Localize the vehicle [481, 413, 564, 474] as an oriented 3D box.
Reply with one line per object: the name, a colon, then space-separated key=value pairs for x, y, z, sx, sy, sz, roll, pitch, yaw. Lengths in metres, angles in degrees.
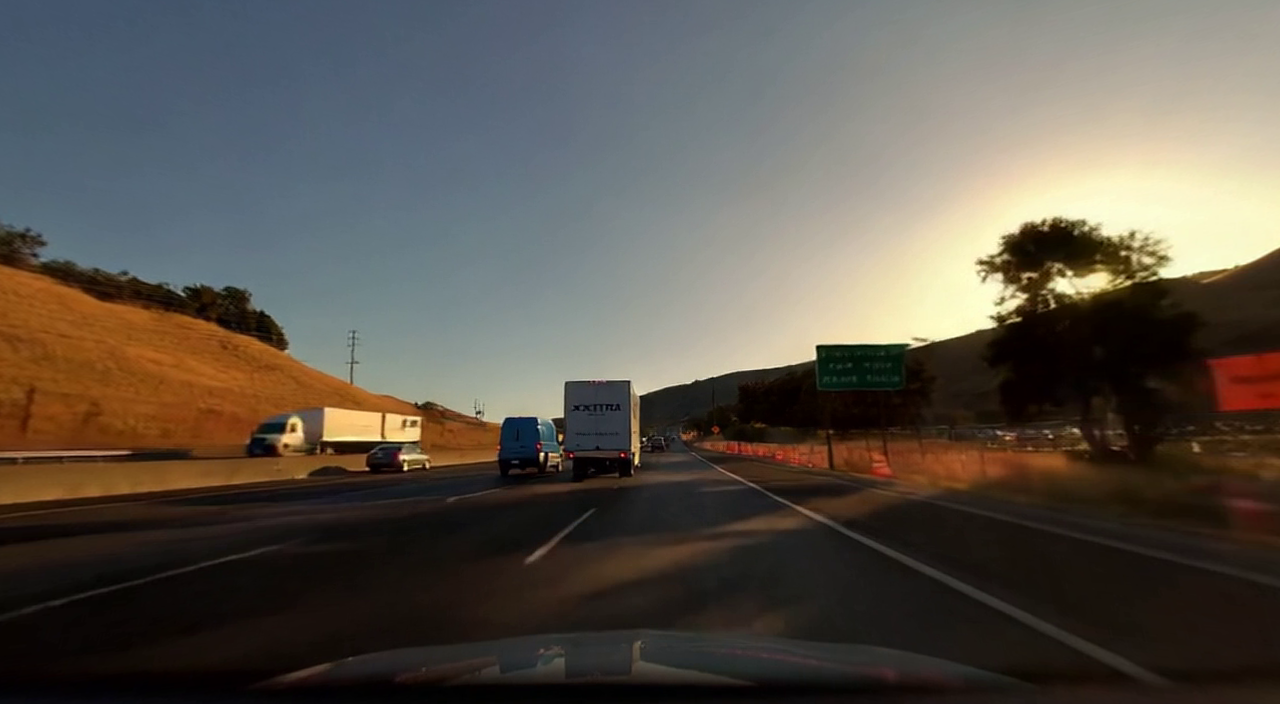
vehicle: x=-5.460 y=4.399 z=30.277 sx=2.469 sy=2.615 sz=5.874 roll=0 pitch=-8 yaw=3

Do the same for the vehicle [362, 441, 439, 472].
vehicle: x=-12.267 y=5.380 z=32.619 sx=1.901 sy=1.487 sz=4.622 roll=0 pitch=-8 yaw=4

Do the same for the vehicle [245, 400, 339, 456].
vehicle: x=-25.836 y=5.709 z=47.131 sx=3.028 sy=3.824 sz=6.239 roll=0 pitch=-8 yaw=3

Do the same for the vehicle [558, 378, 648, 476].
vehicle: x=-1.457 y=3.850 z=30.878 sx=3.183 sy=4.011 sz=9.617 roll=0 pitch=-9 yaw=4
